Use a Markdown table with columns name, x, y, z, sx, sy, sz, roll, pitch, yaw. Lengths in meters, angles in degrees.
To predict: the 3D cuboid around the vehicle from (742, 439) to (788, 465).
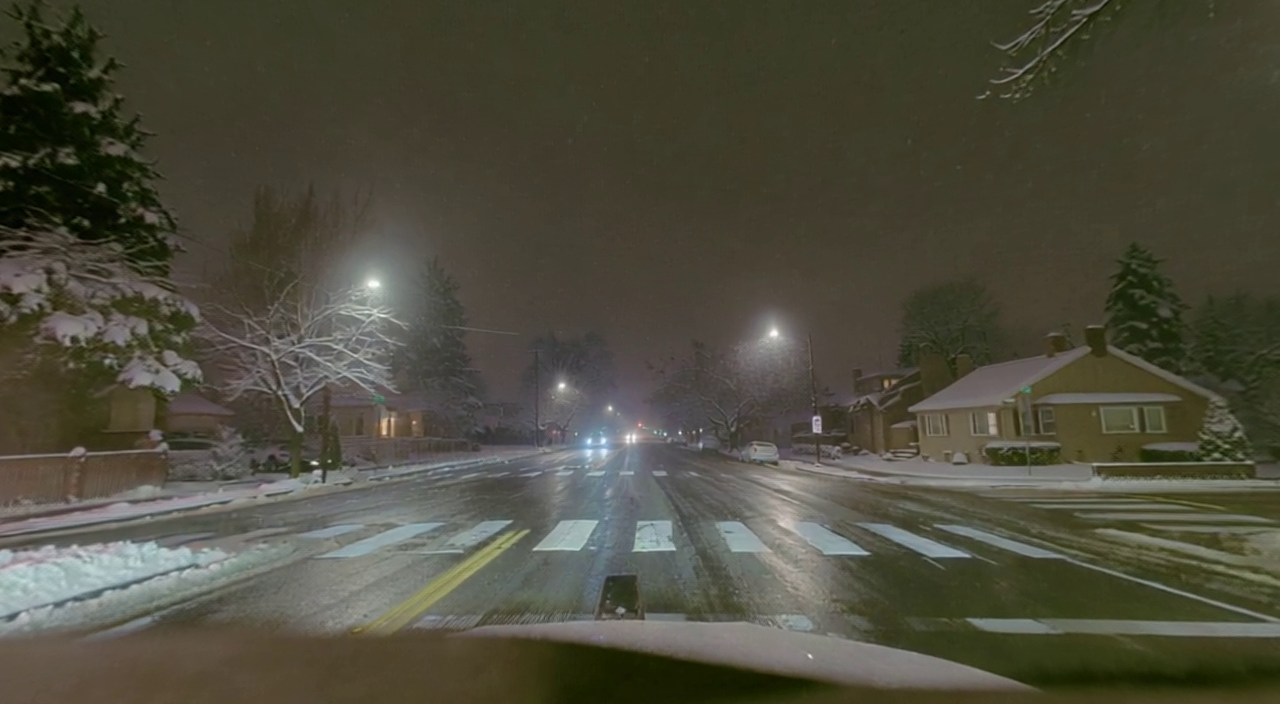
| name | x | y | z | sx | sy | sz | roll | pitch | yaw |
| --- | --- | --- | --- | --- | --- | --- | --- | --- | --- |
| vehicle | 7.996 | 6.440 | 40.874 | 2.029 | 1.554 | 4.705 | 0 | -9 | 1 |

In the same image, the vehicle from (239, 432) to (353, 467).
| name | x | y | z | sx | sy | sz | roll | pitch | yaw |
| --- | --- | --- | --- | --- | --- | --- | --- | --- | --- |
| vehicle | -17.957 | 5.121 | 33.146 | 4.743 | 1.734 | 1.994 | 0 | -9 | 0 |

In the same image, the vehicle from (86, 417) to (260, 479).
| name | x | y | z | sx | sy | sz | roll | pitch | yaw |
| --- | --- | --- | --- | --- | --- | --- | --- | --- | --- |
| vehicle | -17.929 | 3.729 | 24.493 | 4.800 | 2.259 | 2.303 | 0 | -9 | -1 |
